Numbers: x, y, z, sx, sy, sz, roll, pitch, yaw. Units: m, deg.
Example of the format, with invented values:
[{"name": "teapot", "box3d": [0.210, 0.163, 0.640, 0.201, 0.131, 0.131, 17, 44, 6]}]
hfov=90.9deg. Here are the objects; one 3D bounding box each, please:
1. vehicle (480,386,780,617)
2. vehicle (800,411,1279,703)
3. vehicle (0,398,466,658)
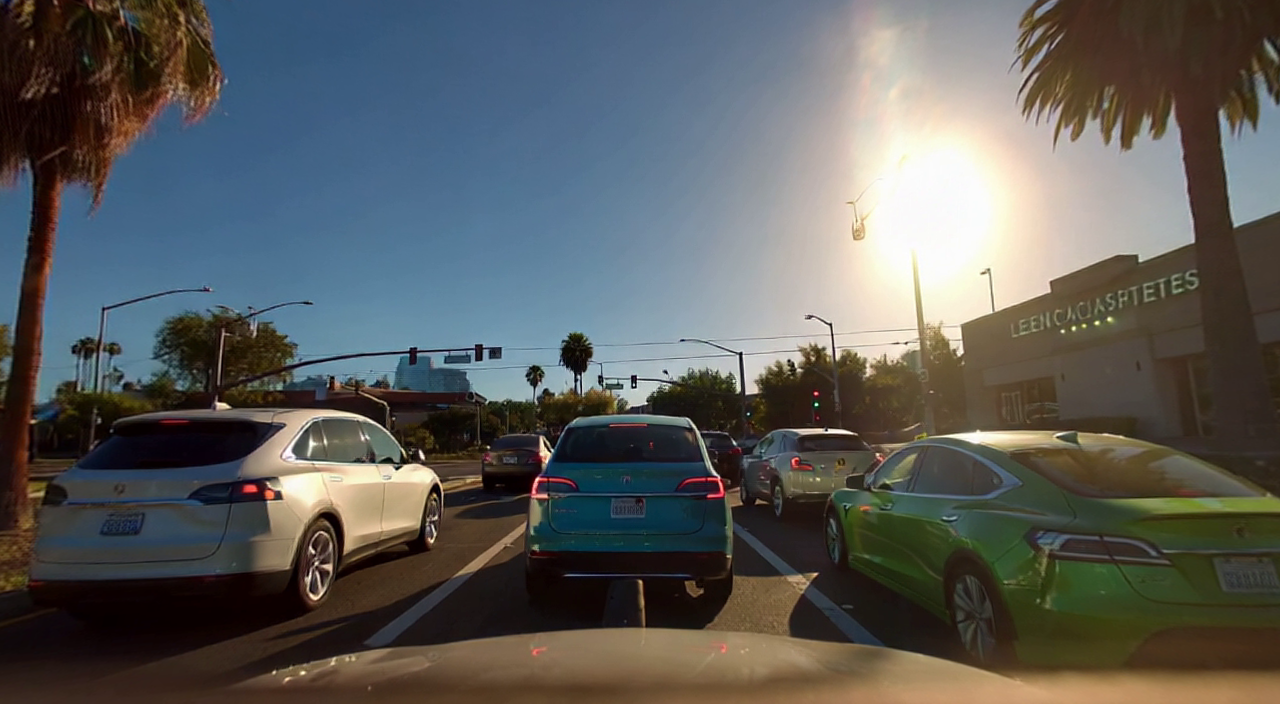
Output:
[{"name": "vehicle", "box3d": [-0.138, 1.459, 7.069, 2.280, 1.747, 4.361, 0, -8, -2]}, {"name": "vehicle", "box3d": [2.973, 1.368, 5.253, 2.017, 1.491, 4.611, 0, -8, -1]}, {"name": "vehicle", "box3d": [-3.353, 1.378, 6.053, 2.014, 1.534, 4.455, 0, -8, 1]}]
